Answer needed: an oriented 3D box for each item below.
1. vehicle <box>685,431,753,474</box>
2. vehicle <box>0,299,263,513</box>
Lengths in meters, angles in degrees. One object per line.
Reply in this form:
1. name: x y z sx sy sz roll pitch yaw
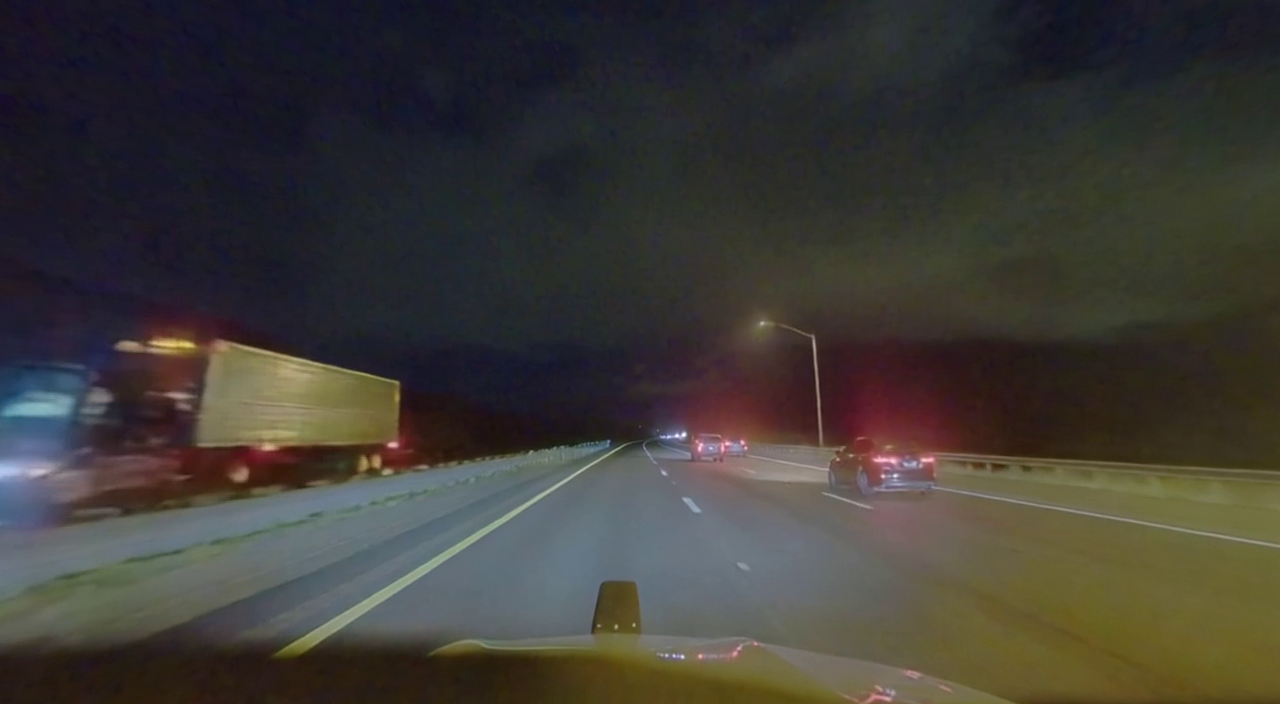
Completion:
1. vehicle: 3.095 4.038 25.586 2.084 1.583 4.420 0 -8 -1
2. vehicle: -12.350 1.387 14.853 2.955 4.003 6.220 0 -8 -1
